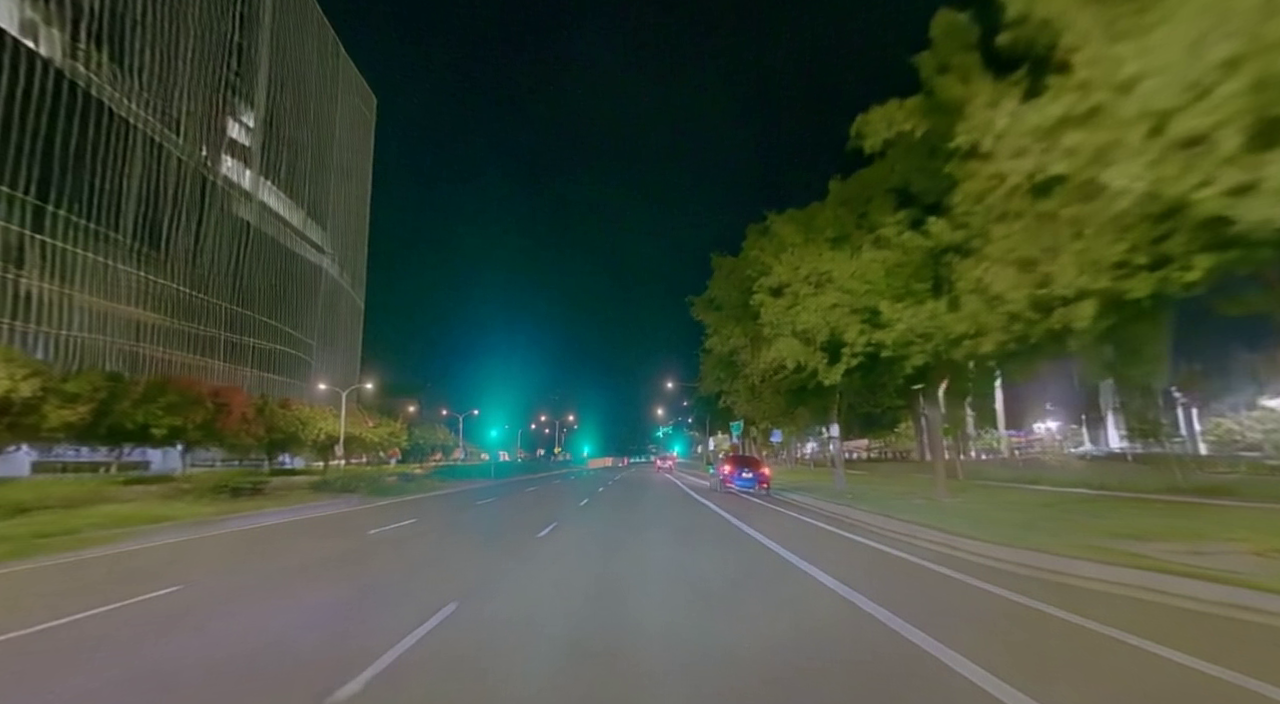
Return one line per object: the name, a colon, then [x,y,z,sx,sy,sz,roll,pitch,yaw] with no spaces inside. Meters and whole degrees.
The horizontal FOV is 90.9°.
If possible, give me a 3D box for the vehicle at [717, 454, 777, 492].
vehicle: [4.757,5.422,28.652,1.909,1.503,4.368,0,-8,0]
